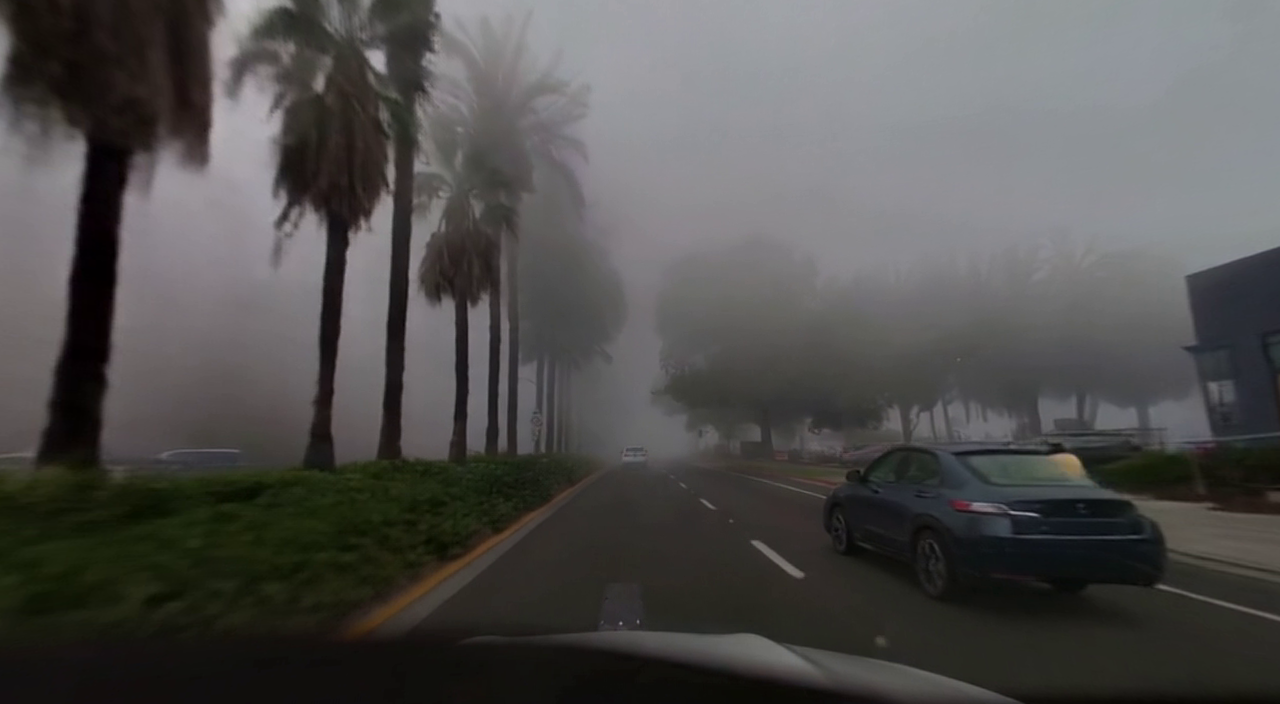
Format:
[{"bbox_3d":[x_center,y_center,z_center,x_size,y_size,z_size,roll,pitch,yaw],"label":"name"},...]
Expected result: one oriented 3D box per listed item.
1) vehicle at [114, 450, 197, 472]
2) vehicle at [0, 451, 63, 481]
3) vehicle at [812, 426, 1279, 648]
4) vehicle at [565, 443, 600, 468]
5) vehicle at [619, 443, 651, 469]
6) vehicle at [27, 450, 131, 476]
[{"bbox_3d":[-35.679,8.030,46.619,4.294,1.515,2.111,1,-9,-4],"label":"vehicle"},{"bbox_3d":[-34.709,6.200,34.533,4.277,1.537,1.942,0,-9,-3],"label":"vehicle"},{"bbox_3d":[3.567,1.618,6.713,2.090,1.503,4.566,0,-9,-1],"label":"vehicle"},{"bbox_3d":[-4.082,7.460,45.710,2.071,1.744,4.500,0,-9,0],"label":"vehicle"},{"bbox_3d":[-0.395,7.130,43.426,2.102,1.653,3.698,0,-9,-1],"label":"vehicle"},{"bbox_3d":[-35.098,6.966,39.641,4.515,1.552,2.036,0,-9,-1],"label":"vehicle"}]
